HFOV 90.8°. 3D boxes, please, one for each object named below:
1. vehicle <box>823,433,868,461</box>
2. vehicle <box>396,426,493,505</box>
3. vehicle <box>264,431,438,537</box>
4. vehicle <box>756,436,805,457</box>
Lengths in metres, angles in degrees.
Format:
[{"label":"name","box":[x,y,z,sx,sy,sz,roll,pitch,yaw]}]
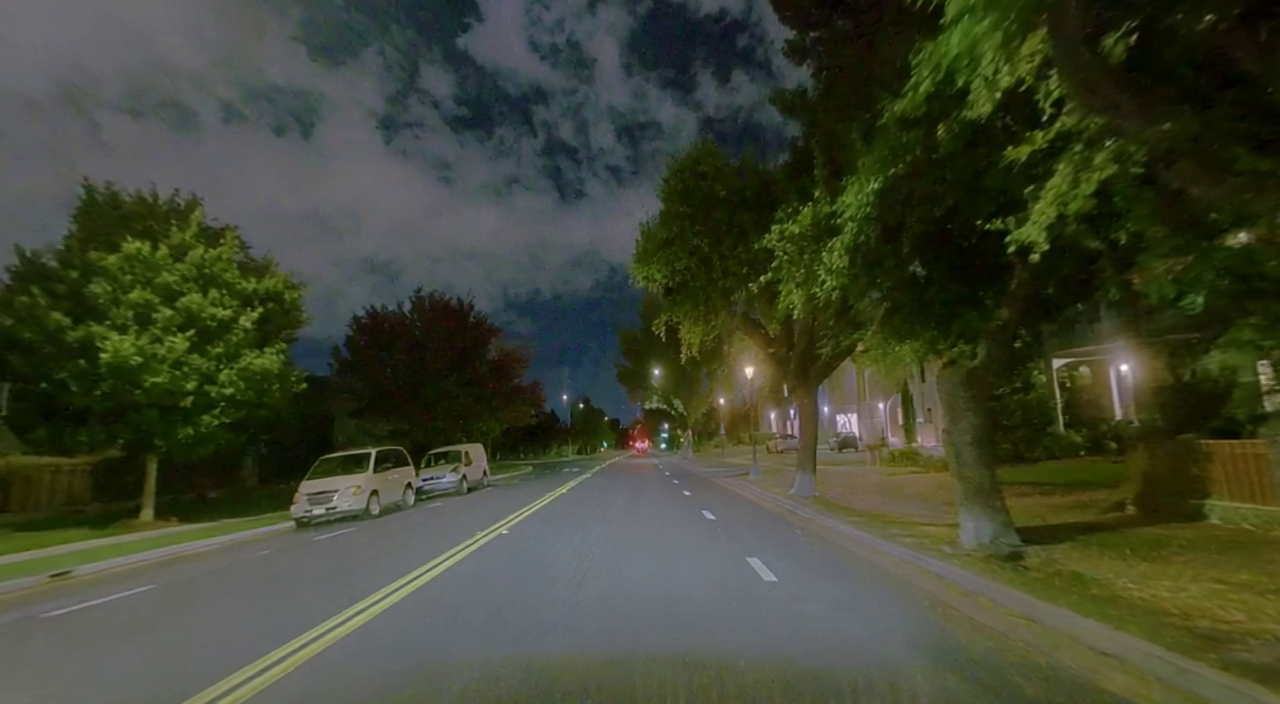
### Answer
[{"label":"vehicle","box":[13.716,6.316,41.982,1.860,1.697,4.292,-5,-10,30]},{"label":"vehicle","box":[-6.858,4.021,22.648,2.057,2.317,4.386,-6,-9,-1]},{"label":"vehicle","box":[-6.985,3.227,15.925,2.173,2.020,4.770,-6,-10,-1]},{"label":"vehicle","box":[9.289,6.301,42.136,1.922,1.263,4.664,0,-9,-3]}]
